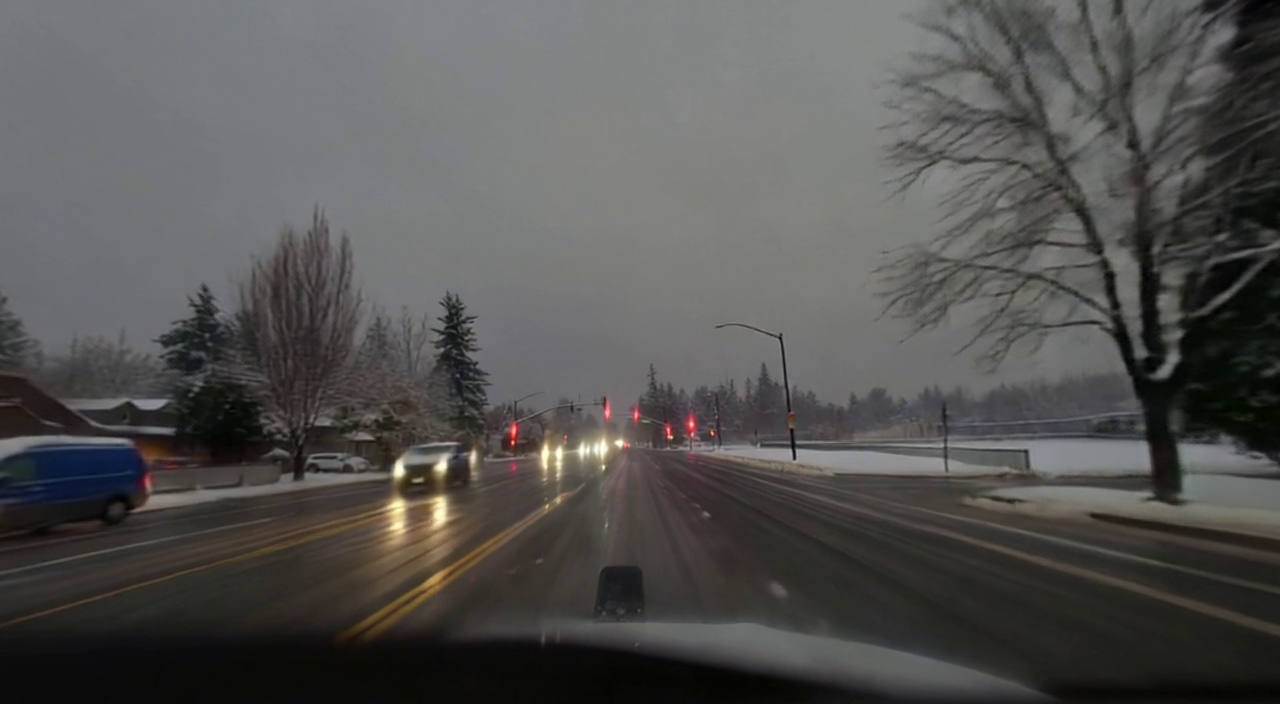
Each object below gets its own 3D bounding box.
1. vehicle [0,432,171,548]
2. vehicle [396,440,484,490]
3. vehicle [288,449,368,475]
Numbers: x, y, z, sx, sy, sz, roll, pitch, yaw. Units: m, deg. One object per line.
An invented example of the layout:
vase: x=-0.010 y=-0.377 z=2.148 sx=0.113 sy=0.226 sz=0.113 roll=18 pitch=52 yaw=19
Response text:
vehicle: x=-13.582 y=2.941 z=14.005 sx=2.346 sy=2.217 sz=5.290 roll=0 pitch=-8 yaw=-2
vehicle: x=-7.464 y=4.235 z=24.079 sx=1.958 sy=1.702 sz=4.386 roll=0 pitch=-8 yaw=-1
vehicle: x=-20.919 y=7.347 z=42.484 sx=4.354 sy=1.676 sz=1.905 roll=0 pitch=-9 yaw=-2
